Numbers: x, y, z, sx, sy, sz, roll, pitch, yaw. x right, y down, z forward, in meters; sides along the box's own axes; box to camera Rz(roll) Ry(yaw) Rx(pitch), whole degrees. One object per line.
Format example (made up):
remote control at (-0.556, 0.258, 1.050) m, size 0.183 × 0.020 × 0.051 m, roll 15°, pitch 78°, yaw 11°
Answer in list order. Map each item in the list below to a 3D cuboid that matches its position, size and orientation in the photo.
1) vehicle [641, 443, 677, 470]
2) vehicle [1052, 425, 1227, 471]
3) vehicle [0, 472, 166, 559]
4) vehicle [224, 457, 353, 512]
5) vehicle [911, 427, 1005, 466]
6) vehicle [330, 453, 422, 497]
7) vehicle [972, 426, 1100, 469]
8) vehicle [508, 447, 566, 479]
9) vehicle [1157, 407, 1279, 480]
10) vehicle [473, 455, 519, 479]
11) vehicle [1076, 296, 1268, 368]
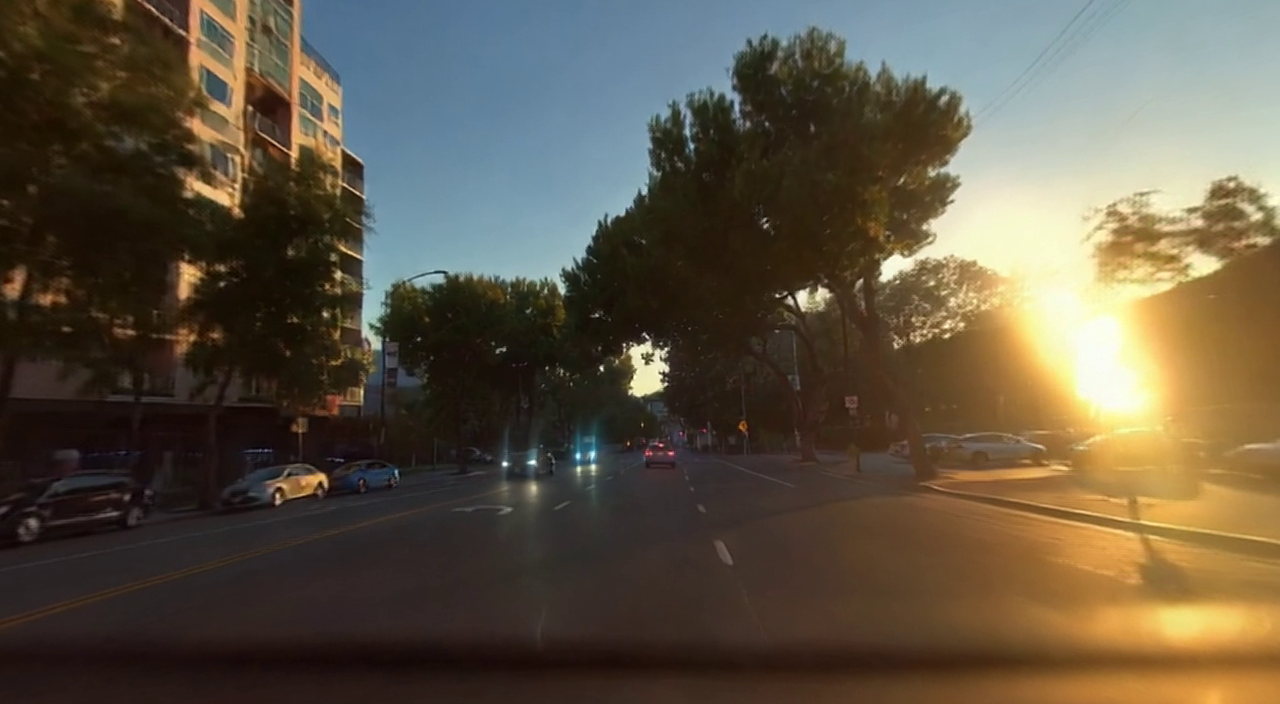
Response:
vehicle at (1.206, 6.207, 37.750) m, size 2.051 × 1.454 × 4.132 m, roll -1°, pitch -8°, yaw 3°
vehicle at (16.182, 3.136, 20.703) m, size 3.620 × 1.412 × 2.472 m, roll -1°, pitch -8°, yaw 4°
vehicle at (-12.764, 3.458, 13.899) m, size 1.646 × 1.462 × 3.740 m, roll 0°, pitch -8°, yaw 2°
vehicle at (-12.313, 4.620, 22.498) m, size 1.997 × 1.668 × 4.084 m, roll -1°, pitch -8°, yaw 4°
vehicle at (15.793, 4.750, 31.560) m, size 3.528 × 1.431 × 1.977 m, roll -8°, pitch -11°, yaw 5°
vehicle at (-11.907, 5.541, 28.874) m, size 2.016 × 1.627 × 4.742 m, roll -3°, pitch -8°, yaw 3°
vehicle at (16.217, 3.931, 26.057) m, size 3.922 × 1.420 × 1.784 m, roll -5°, pitch -9°, yaw 3°
vehicle at (-5.245, 5.693, 32.693) m, size 1.993 × 1.463 × 4.265 m, roll -1°, pitch -8°, yaw 5°
vehicle at (16.143, 2.086, 15.293) m, size 5.029 × 1.573 × 2.050 m, roll -7°, pitch -10°, yaw 15°
vehicle at (-10.695, 8.552, 47.279) m, size 2.079 × 1.406 × 4.609 m, roll -4°, pitch -8°, yaw 4°
vehicle at (15.330, -0.539, 18.407) m, size 3.766 × 1.708 × 1.810 m, roll -1°, pitch -9°, yaw 4°
